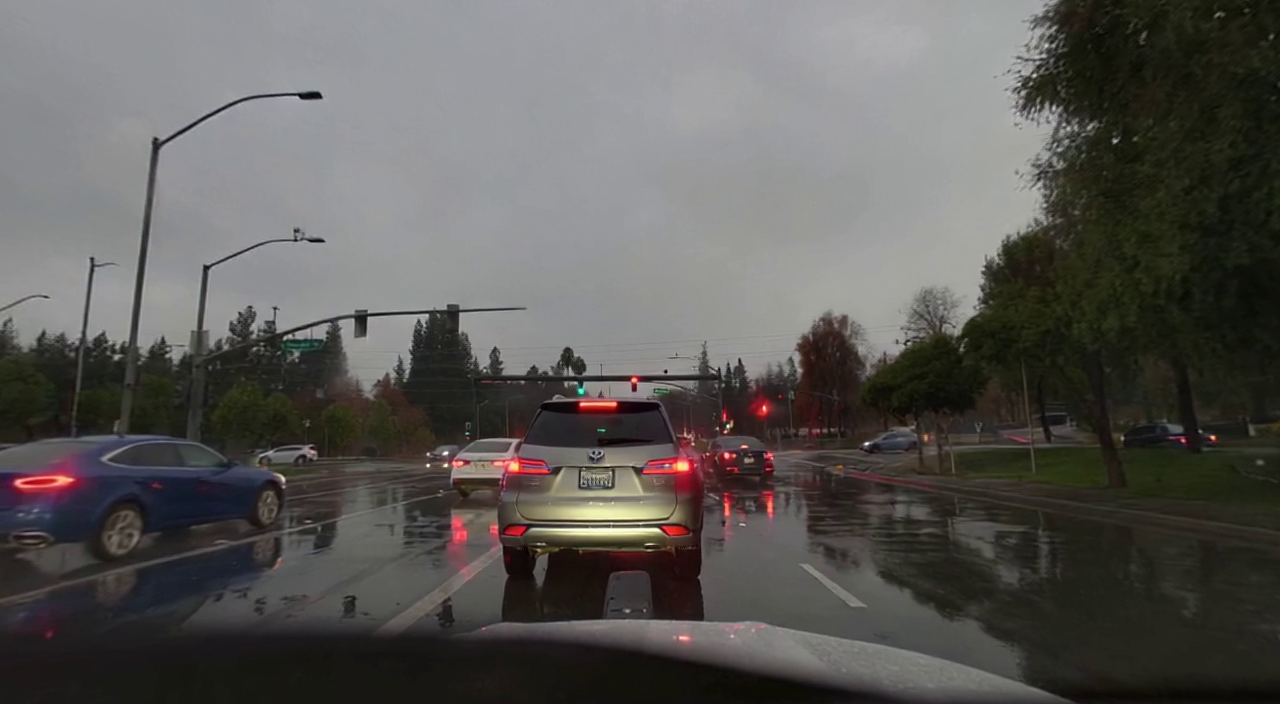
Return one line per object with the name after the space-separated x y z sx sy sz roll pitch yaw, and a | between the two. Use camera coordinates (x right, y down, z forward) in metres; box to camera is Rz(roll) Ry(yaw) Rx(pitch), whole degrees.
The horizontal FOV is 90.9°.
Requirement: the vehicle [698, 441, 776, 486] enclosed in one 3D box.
3.314 3.904 22.386 2.104 1.441 4.240 0 -8 1 | vehicle

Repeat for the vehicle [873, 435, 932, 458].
20.004 7.199 47.930 4.361 1.653 2.034 6 -10 -35 | vehicle

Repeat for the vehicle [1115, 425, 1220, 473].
19.246 3.512 22.938 4.215 1.578 1.892 7 -11 -37 | vehicle

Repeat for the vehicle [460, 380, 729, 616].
-0.342 1.440 7.094 2.064 1.817 4.298 0 -8 0 | vehicle

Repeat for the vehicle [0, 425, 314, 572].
-6.996 1.856 8.934 2.060 1.473 4.950 0 -8 0 | vehicle
